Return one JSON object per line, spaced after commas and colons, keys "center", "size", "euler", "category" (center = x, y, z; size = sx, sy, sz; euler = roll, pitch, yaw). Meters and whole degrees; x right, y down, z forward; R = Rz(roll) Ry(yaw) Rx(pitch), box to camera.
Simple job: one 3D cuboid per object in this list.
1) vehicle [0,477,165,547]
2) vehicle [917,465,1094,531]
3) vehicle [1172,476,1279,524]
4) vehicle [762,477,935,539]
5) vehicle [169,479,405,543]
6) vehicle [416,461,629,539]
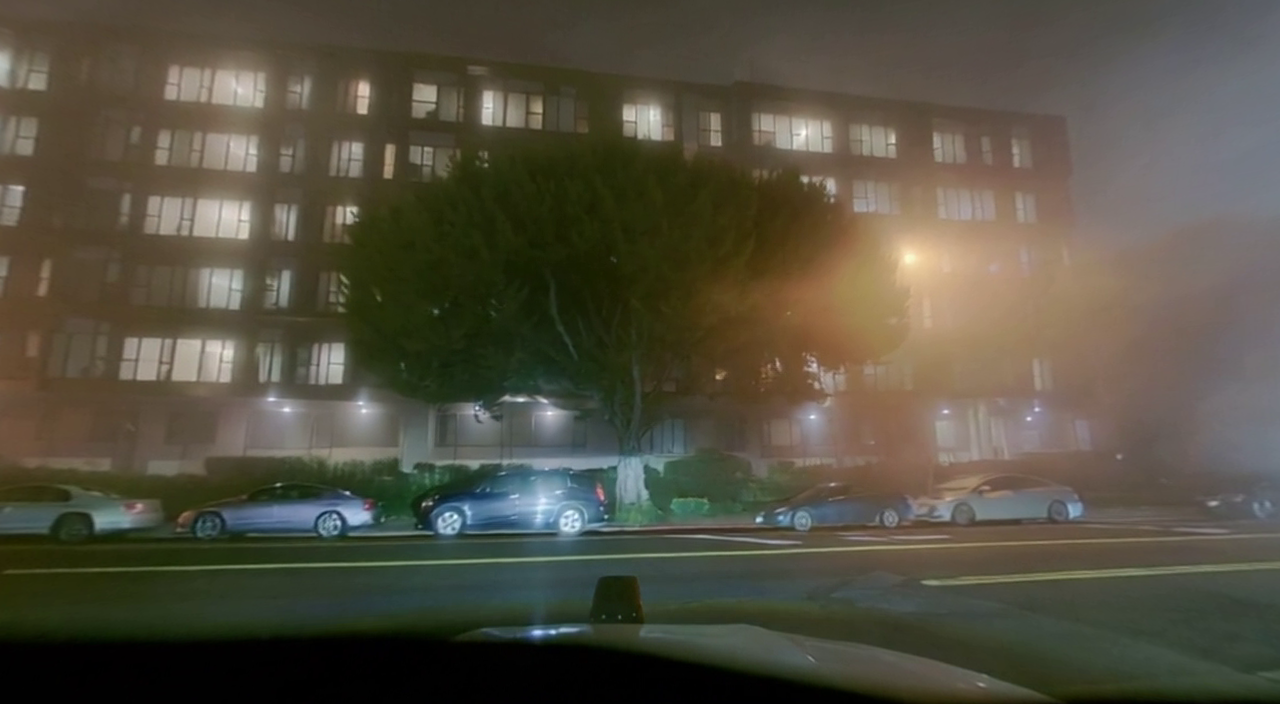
{"center": [-14.367, 3.773, 15.097], "size": [4.336, 1.438, 1.776], "euler": [2, -9, -12], "category": "vehicle"}
{"center": [11.543, 4.573, 20.102], "size": [4.544, 1.780, 1.966], "euler": [1, -9, -10], "category": "vehicle"}
{"center": [21.082, 4.966, 21.318], "size": [4.728, 1.494, 1.898], "euler": [1, -13, -8], "category": "vehicle"}
{"center": [6.127, 4.559, 18.762], "size": [4.521, 1.411, 1.726], "euler": [-1, -10, -13], "category": "vehicle"}
{"center": [-8.758, 4.027, 16.150], "size": [4.851, 1.339, 1.785], "euler": [1, -14, -11], "category": "vehicle"}
{"center": [-3.130, 3.958, 17.160], "size": [5.299, 1.860, 2.098], "euler": [2, -13, -14], "category": "vehicle"}
